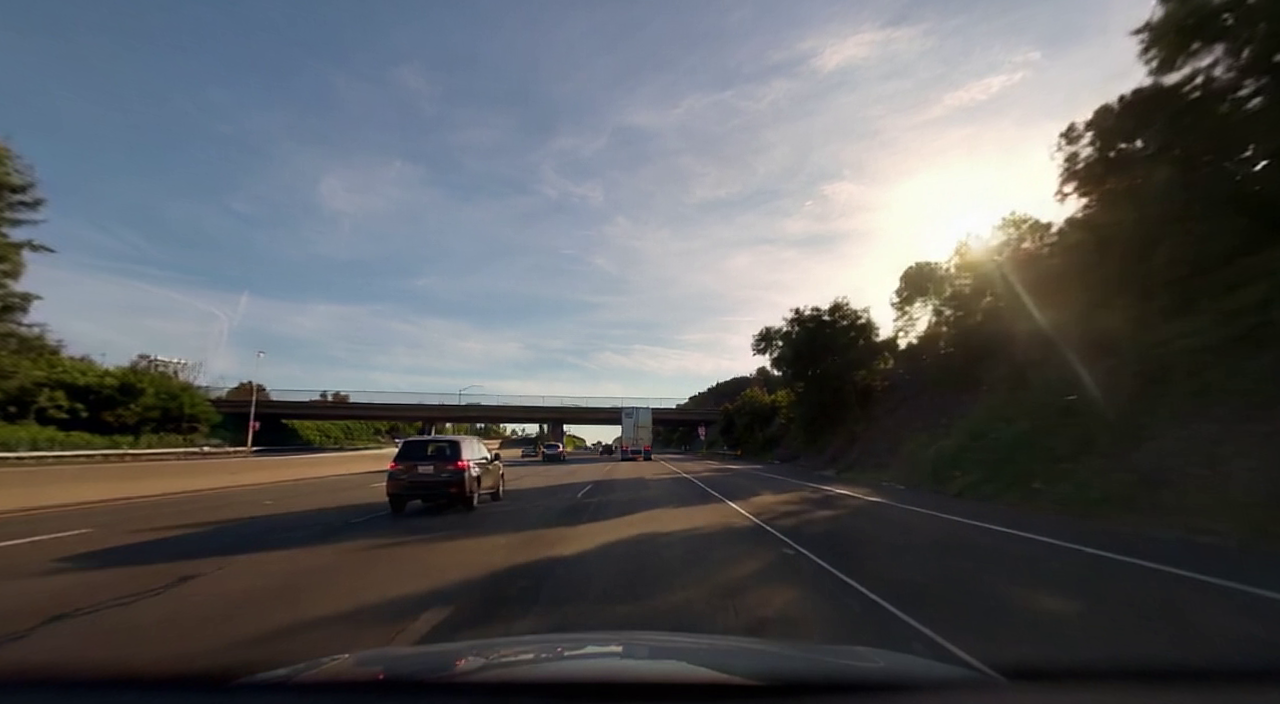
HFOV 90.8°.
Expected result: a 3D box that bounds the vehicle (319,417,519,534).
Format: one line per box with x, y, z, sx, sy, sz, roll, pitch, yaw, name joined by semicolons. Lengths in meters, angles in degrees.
-3.732;2.187;11.739;2.077;1.716;4.514;0;-9;0;vehicle
